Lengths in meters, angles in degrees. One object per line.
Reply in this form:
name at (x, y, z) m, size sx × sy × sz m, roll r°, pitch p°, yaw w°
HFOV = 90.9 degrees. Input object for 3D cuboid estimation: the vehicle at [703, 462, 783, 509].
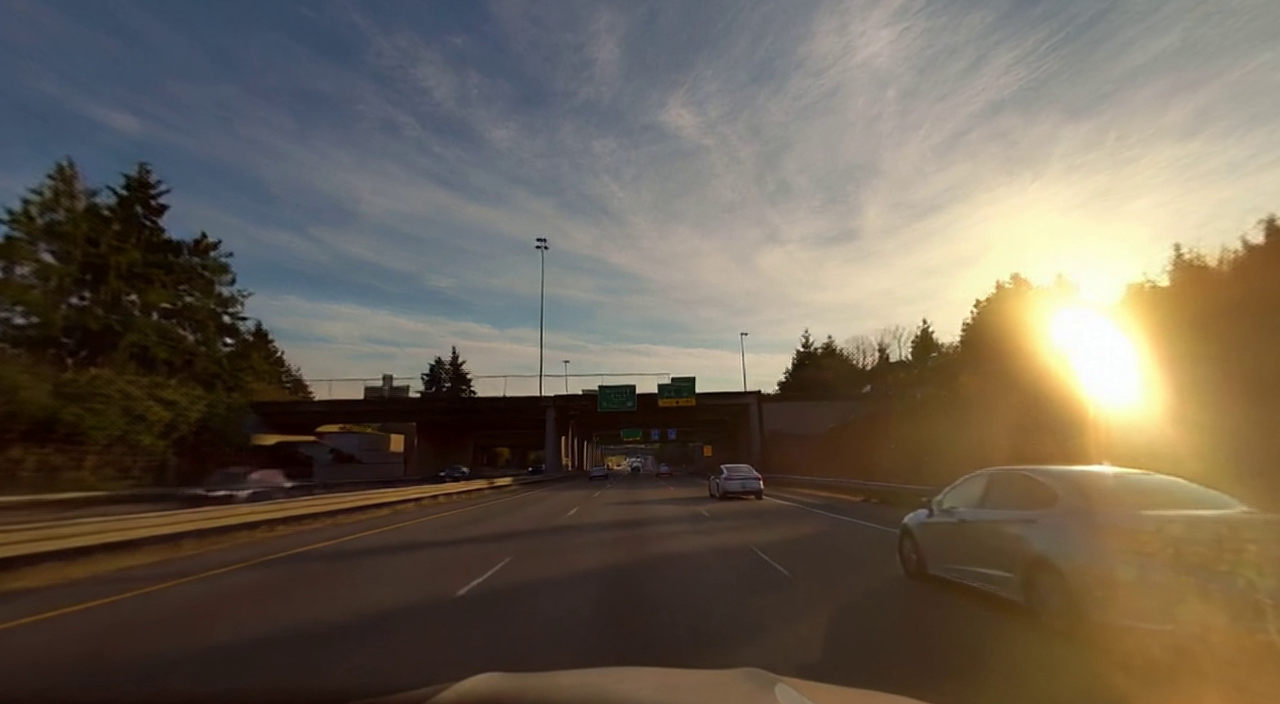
vehicle at (3.600, 4.802, 22.934) m, size 2.051 × 1.472 × 4.547 m, roll 1°, pitch -10°, yaw -1°

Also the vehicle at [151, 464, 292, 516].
vehicle at (-12.996, 4.281, 19.858) m, size 1.893 × 1.440 × 3.550 m, roll 0°, pitch -10°, yaw 1°

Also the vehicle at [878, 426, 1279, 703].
vehicle at (4.070, 1.615, 5.572) m, size 2.010 × 1.579 × 4.679 m, roll 1°, pitch -10°, yaw -1°
